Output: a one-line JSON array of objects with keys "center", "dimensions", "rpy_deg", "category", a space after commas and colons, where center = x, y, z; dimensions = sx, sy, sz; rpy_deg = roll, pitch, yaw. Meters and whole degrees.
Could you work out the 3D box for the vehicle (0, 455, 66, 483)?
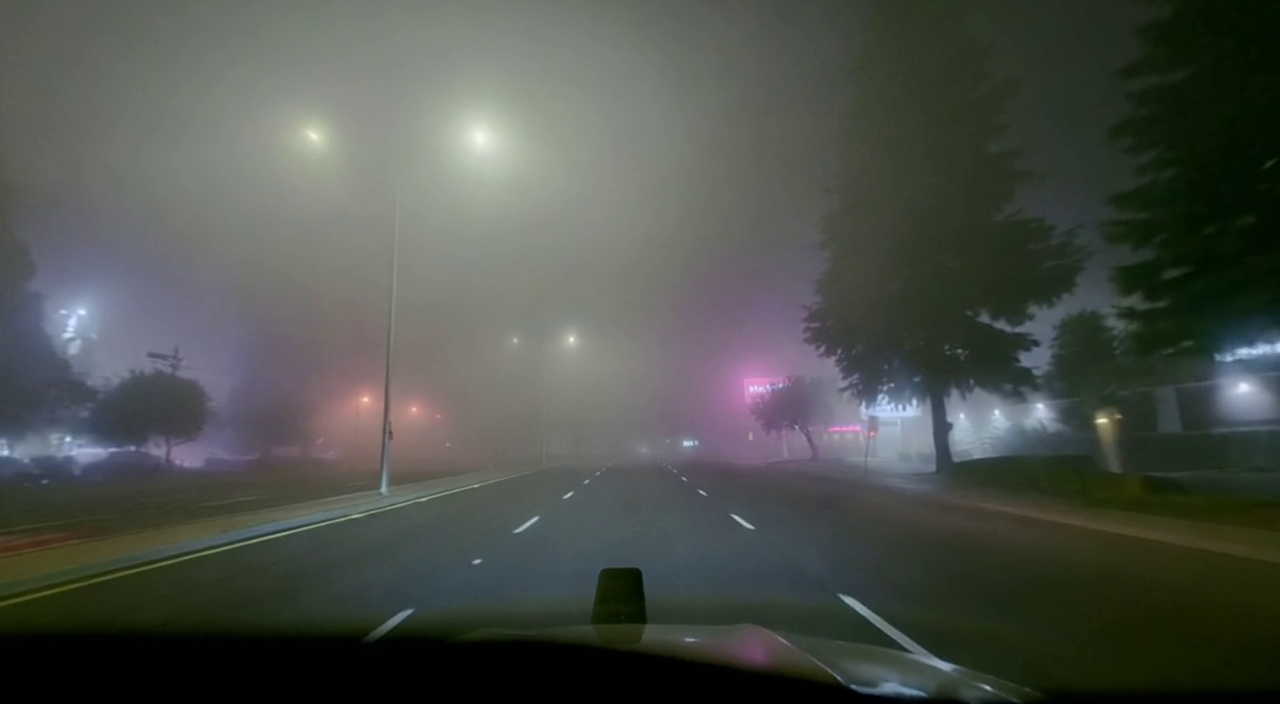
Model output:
[{"center": [-34.272, 6.354, 34.355], "dimensions": [4.246, 1.411, 1.954], "rpy_deg": [0, -8, 2], "category": "vehicle"}]
